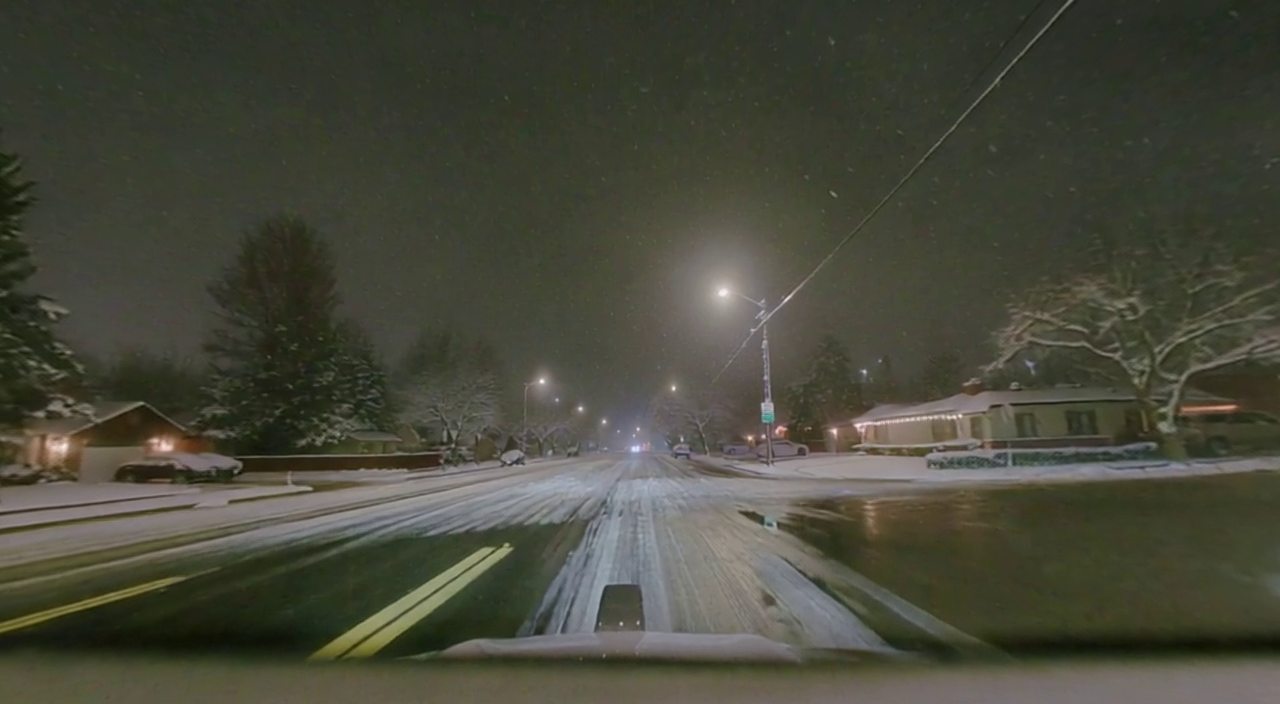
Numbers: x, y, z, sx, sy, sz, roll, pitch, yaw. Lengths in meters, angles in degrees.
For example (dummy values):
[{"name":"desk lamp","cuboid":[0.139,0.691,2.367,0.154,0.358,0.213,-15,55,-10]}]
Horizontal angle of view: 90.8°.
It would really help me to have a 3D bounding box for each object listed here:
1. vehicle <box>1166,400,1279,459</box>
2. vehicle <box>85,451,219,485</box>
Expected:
[{"name":"vehicle","cuboid":[26.484,3.334,26.994,5.595,2.365,2.241,-1,-8,7]},{"name":"vehicle","cuboid":[-22.880,5.437,29.740,4.486,1.509,2.189,0,-8,1]}]
